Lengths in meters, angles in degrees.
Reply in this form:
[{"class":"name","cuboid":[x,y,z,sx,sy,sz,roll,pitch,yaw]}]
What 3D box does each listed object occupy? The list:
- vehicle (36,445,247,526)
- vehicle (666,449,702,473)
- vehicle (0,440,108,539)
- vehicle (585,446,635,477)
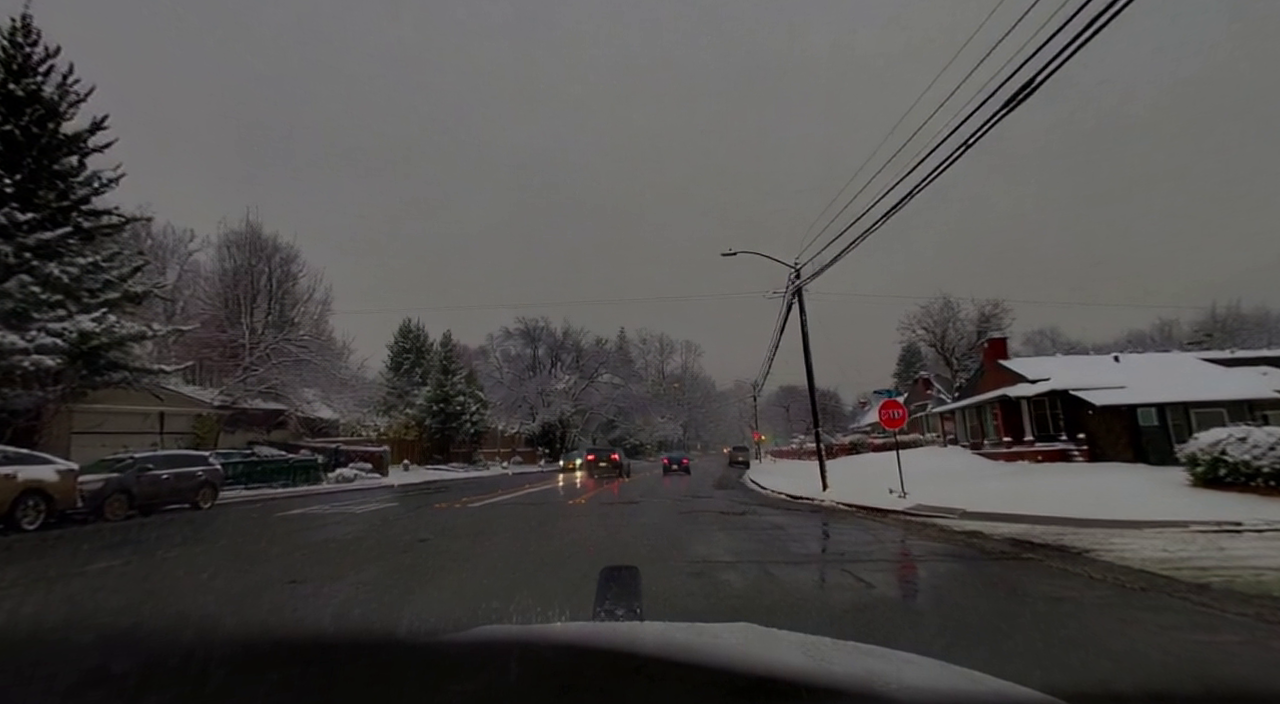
[{"class":"vehicle","cuboid":[-13.781,3.715,17.915,2.076,1.864,4.730,-3,-10,1]},{"class":"vehicle","cuboid":[2.921,7.105,41.245,1.955,1.459,4.383,-1,-8,9]},{"class":"vehicle","cuboid":[-14.111,2.784,12.312,2.191,1.980,5.888,-4,-9,1]},{"class":"vehicle","cuboid":[-1.664,6.387,36.975,2.178,1.695,4.339,-1,-8,7]}]
